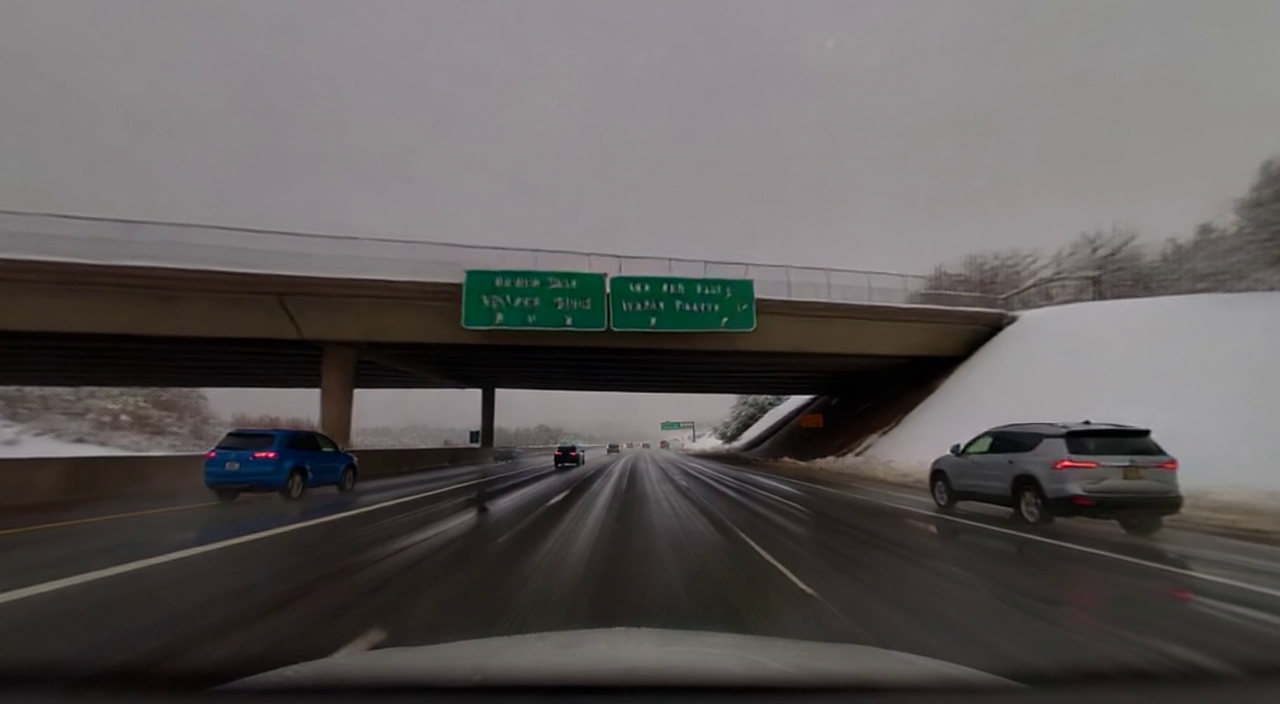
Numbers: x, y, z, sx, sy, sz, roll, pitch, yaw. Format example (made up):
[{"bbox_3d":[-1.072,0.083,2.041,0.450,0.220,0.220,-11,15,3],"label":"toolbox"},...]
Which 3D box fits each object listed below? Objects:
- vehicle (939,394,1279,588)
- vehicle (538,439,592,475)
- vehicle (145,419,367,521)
[{"bbox_3d":[5.871,1.588,7.982,1.950,1.719,4.545,0,-9,0],"label":"vehicle"},{"bbox_3d":[-3.384,4.820,29.266,1.925,1.509,4.363,0,-9,1],"label":"vehicle"},{"bbox_3d":[-7.415,2.319,12.838,1.860,1.694,4.173,0,-9,0],"label":"vehicle"}]
